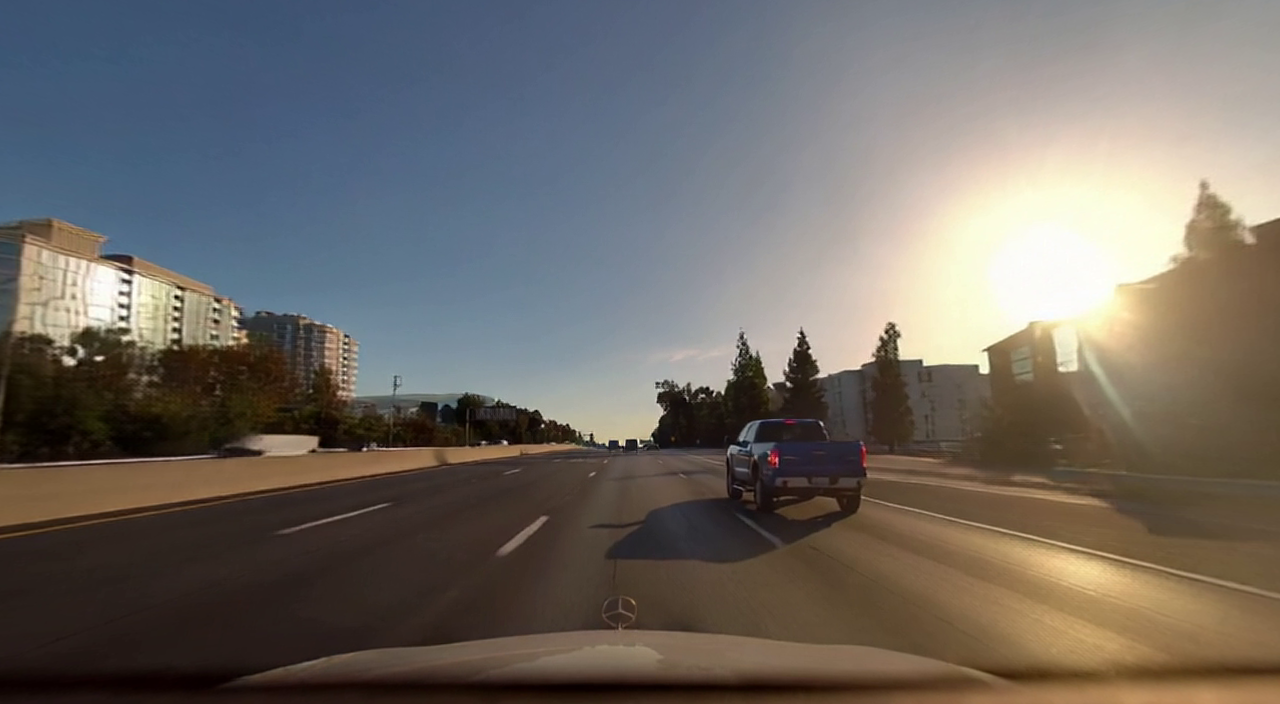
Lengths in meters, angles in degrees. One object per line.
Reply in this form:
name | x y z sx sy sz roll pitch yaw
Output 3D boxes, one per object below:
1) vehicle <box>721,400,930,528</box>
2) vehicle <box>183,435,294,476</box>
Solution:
vehicle | 3.197 2.092 12.273 2.462 1.984 4.718 0 -9 -2
vehicle | -19.149 4.968 30.501 2.101 1.768 4.942 0 -9 0
